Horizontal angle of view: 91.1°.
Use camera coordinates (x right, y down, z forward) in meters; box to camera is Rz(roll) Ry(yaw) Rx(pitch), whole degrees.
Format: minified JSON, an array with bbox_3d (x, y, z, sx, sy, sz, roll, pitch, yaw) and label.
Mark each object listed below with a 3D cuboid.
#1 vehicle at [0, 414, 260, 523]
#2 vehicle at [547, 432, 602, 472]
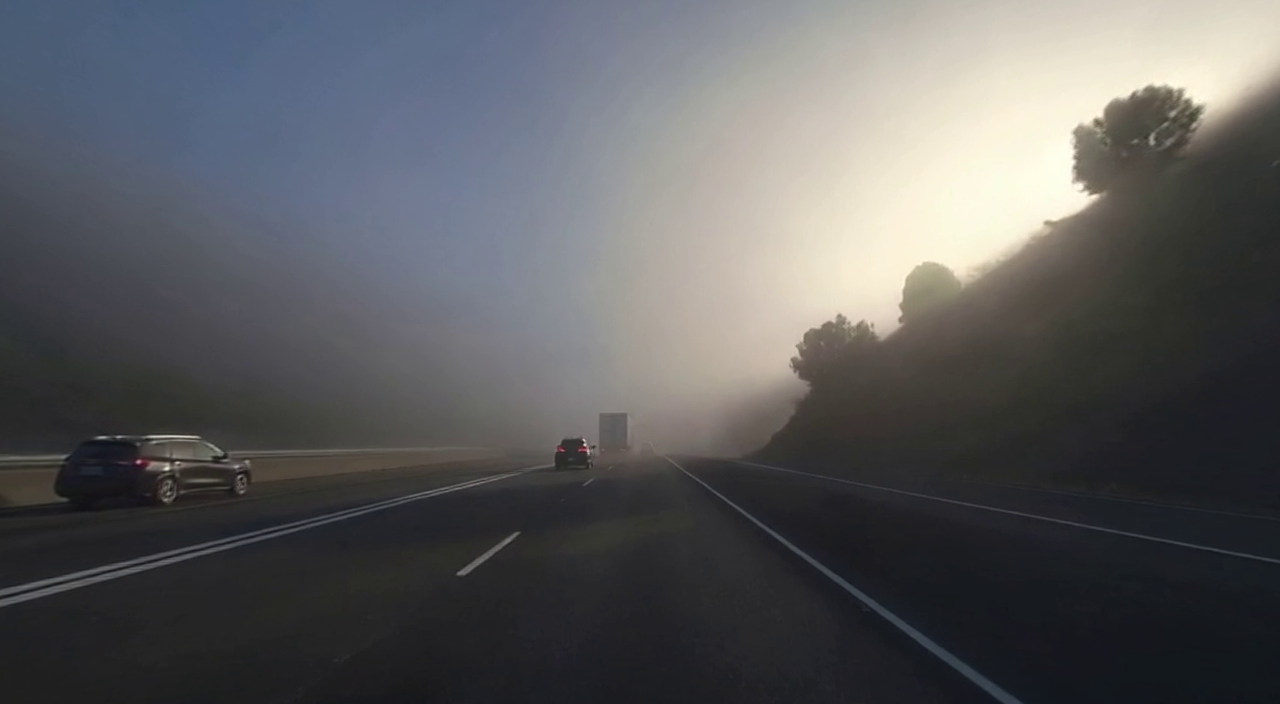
[{"bbox_3d":[-10.937,2.371,13.429,2.130,1.828,5.523,0,-8,0],"label":"vehicle"},{"bbox_3d":[-3.000,4.693,29.657,2.099,1.734,4.413,0,-8,0],"label":"vehicle"}]
